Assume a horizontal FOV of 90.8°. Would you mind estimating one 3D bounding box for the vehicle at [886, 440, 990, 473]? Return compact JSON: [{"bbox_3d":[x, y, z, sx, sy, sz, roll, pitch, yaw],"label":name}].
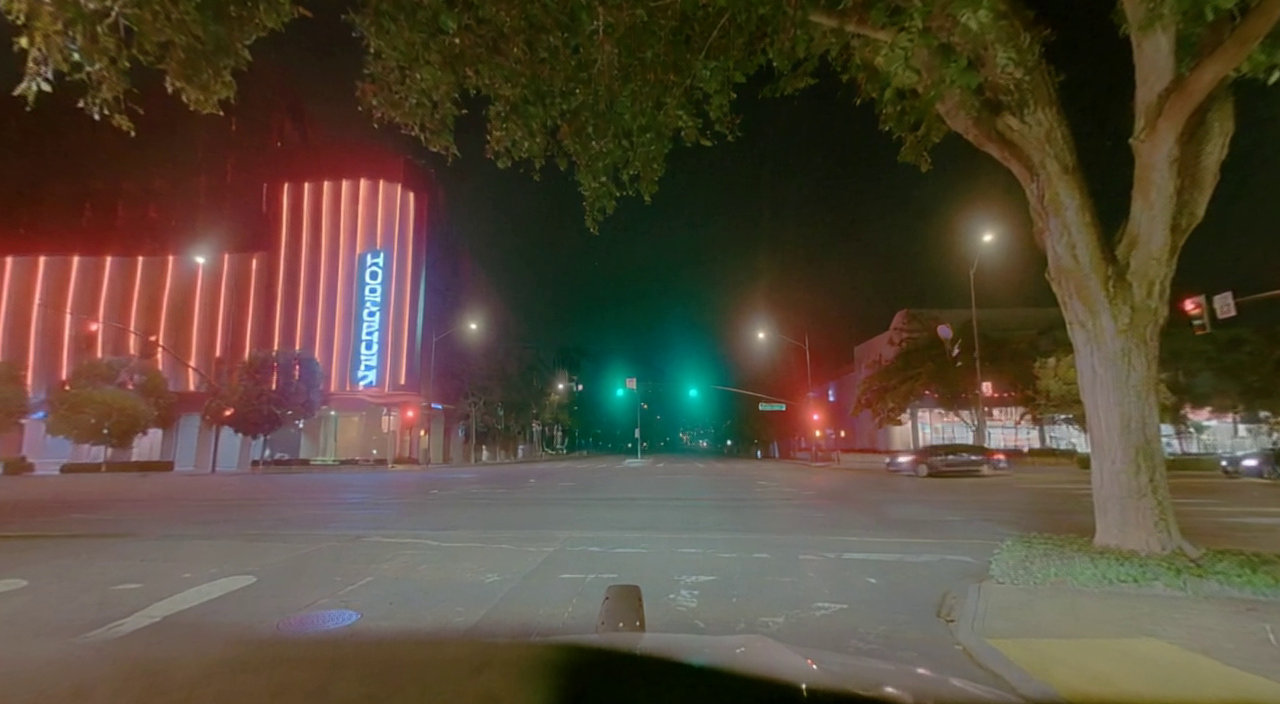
[{"bbox_3d":[16.297,5.710,34.719,4.639,1.699,2.030,0,-9,-3],"label":"vehicle"}]
